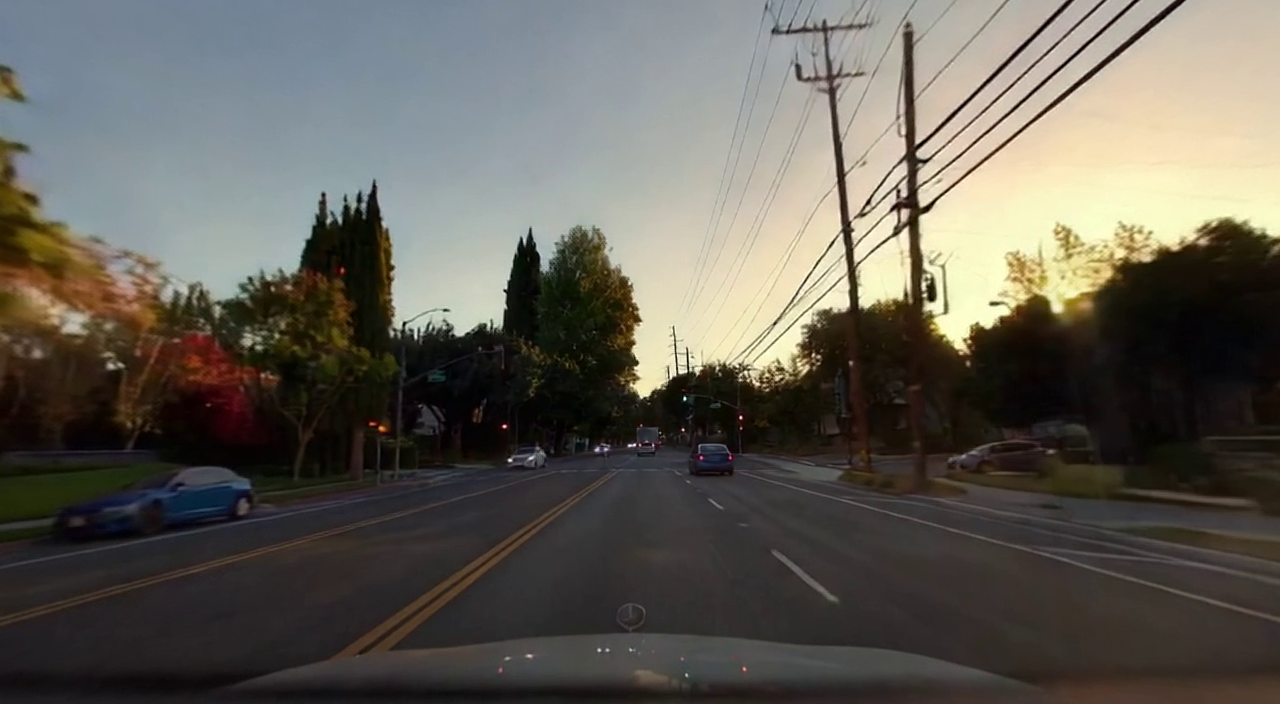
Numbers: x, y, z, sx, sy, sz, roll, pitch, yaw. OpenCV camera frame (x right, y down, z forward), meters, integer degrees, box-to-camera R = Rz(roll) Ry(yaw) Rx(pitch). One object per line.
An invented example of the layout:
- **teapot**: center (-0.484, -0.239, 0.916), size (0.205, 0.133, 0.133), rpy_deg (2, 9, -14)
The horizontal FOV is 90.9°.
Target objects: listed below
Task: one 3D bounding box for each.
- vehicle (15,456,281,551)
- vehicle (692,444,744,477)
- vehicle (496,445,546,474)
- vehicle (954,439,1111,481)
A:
- **vehicle**: center (-10.158, 3.099, 13.656), size (2.032, 1.452, 4.656), rpy_deg (-2, -7, 0)
- **vehicle**: center (3.756, 5.301, 31.074), size (1.951, 1.479, 4.487), rpy_deg (0, -8, -1)
- **vehicle**: center (-7.210, 6.567, 38.679), size (2.126, 1.645, 4.493), rpy_deg (0, -8, 1)
- **vehicle**: center (14.812, 4.064, 23.937), size (4.838, 1.474, 1.873), rpy_deg (1, -8, -6)
